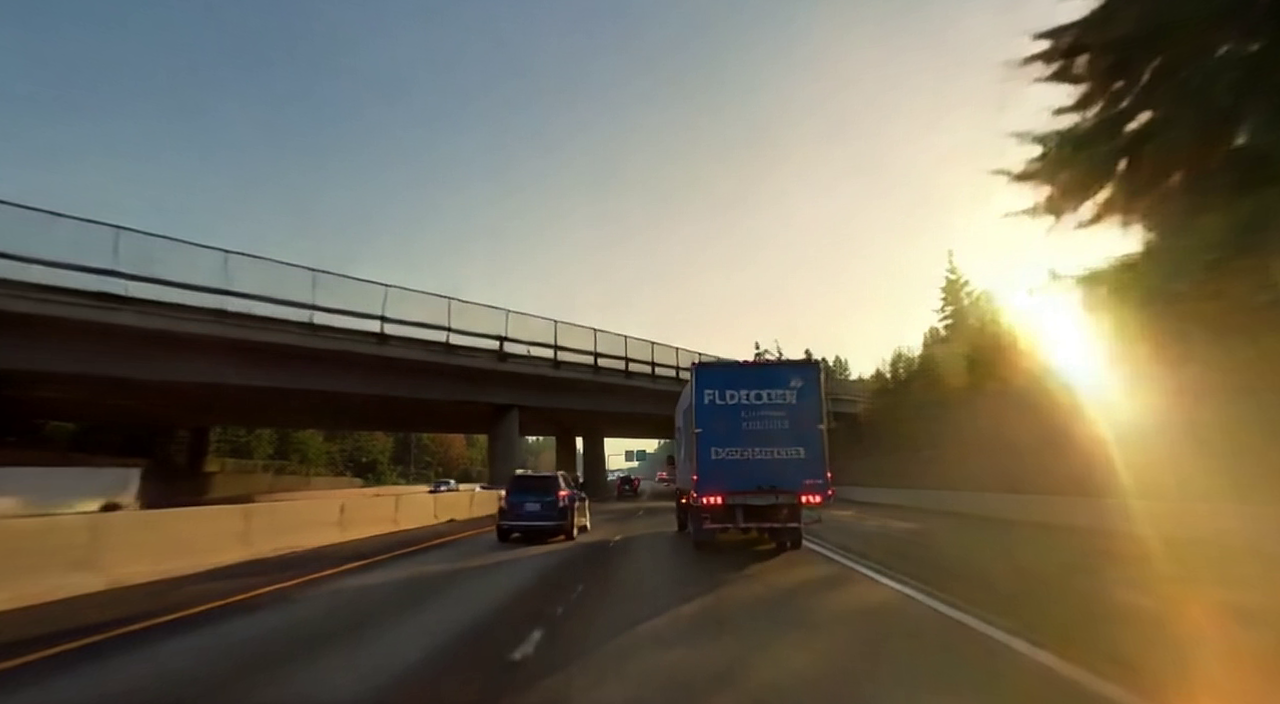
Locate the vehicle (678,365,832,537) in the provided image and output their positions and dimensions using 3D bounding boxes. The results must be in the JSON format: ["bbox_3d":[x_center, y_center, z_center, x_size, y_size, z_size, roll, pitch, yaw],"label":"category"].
[{"bbox_3d":[2.843,3.047,18.881,2.980,3.834,9.423,1,-10,1],"label":"vehicle"}]

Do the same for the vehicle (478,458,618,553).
[{"bbox_3d":[-1.749,3.226,13.858,2.124,1.653,4.857,0,-10,3],"label":"vehicle"}]
